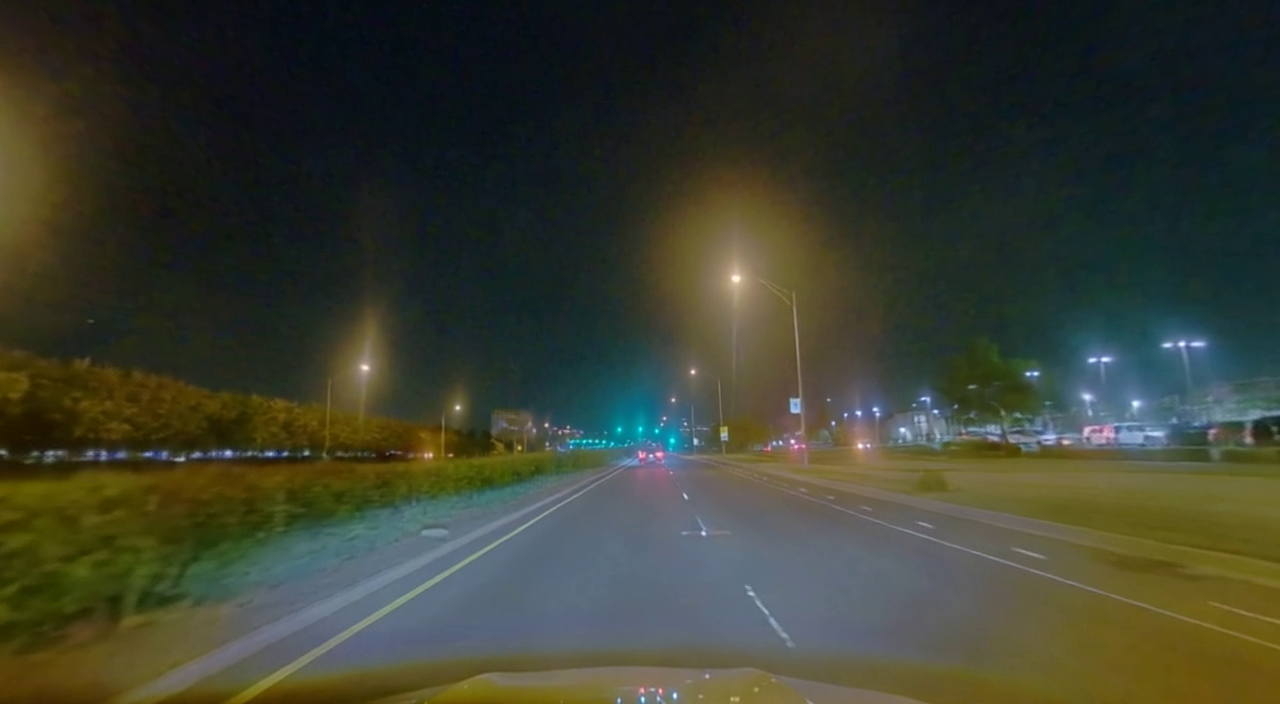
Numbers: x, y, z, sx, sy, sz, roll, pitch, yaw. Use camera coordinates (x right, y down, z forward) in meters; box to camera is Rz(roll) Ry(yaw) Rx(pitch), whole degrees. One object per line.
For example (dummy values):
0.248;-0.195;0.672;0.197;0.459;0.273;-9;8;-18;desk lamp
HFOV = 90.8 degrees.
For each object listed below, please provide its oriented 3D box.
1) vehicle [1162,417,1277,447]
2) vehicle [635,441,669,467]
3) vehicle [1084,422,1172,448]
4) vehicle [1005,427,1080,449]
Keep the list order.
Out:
29.816;4.193;32.704;1.762;1.463;4.144;1;-9;-7;vehicle
0.788;6.799;42.228;2.158;1.600;3.865;0;-8;0;vehicle
29.127;5.020;37.864;1.791;1.448;4.027;1;-9;-6;vehicle
28.010;6.061;44.142;1.847;1.451;4.470;1;-9;-8;vehicle
